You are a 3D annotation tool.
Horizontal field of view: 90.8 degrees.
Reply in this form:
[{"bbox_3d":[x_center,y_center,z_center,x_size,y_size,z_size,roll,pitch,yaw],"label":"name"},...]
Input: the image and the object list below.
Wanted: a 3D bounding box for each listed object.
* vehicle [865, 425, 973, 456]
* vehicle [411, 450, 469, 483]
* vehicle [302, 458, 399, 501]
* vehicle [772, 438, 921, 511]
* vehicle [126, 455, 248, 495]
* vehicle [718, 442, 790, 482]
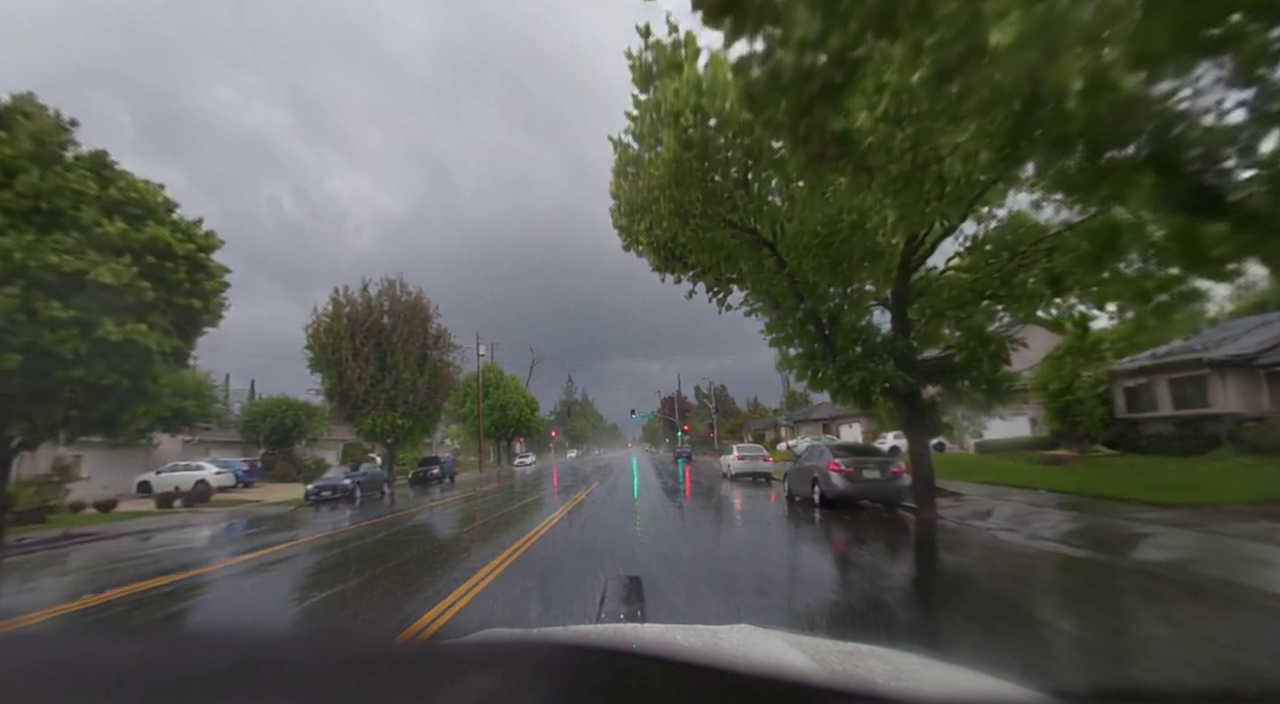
[{"bbox_3d":[14.402,4.596,32.774,4.660,1.546,1.916,0,-8,0],"label":"vehicle"},{"bbox_3d":[-11.523,6.565,36.660,1.977,1.753,4.278,0,-8,0],"label":"vehicle"},{"bbox_3d":[-11.477,5.051,25.363,1.867,1.471,4.139,0,-9,1],"label":"vehicle"},{"bbox_3d":[4.650,2.804,14.999,2.010,1.461,4.247,0,-9,-1],"label":"vehicle"},{"bbox_3d":[-19.969,5.405,27.969,3.932,1.641,1.819,0,-9,-1],"label":"vehicle"},{"bbox_3d":[4.457,4.385,25.402,2.063,1.444,4.217,0,-9,-1],"label":"vehicle"}]
